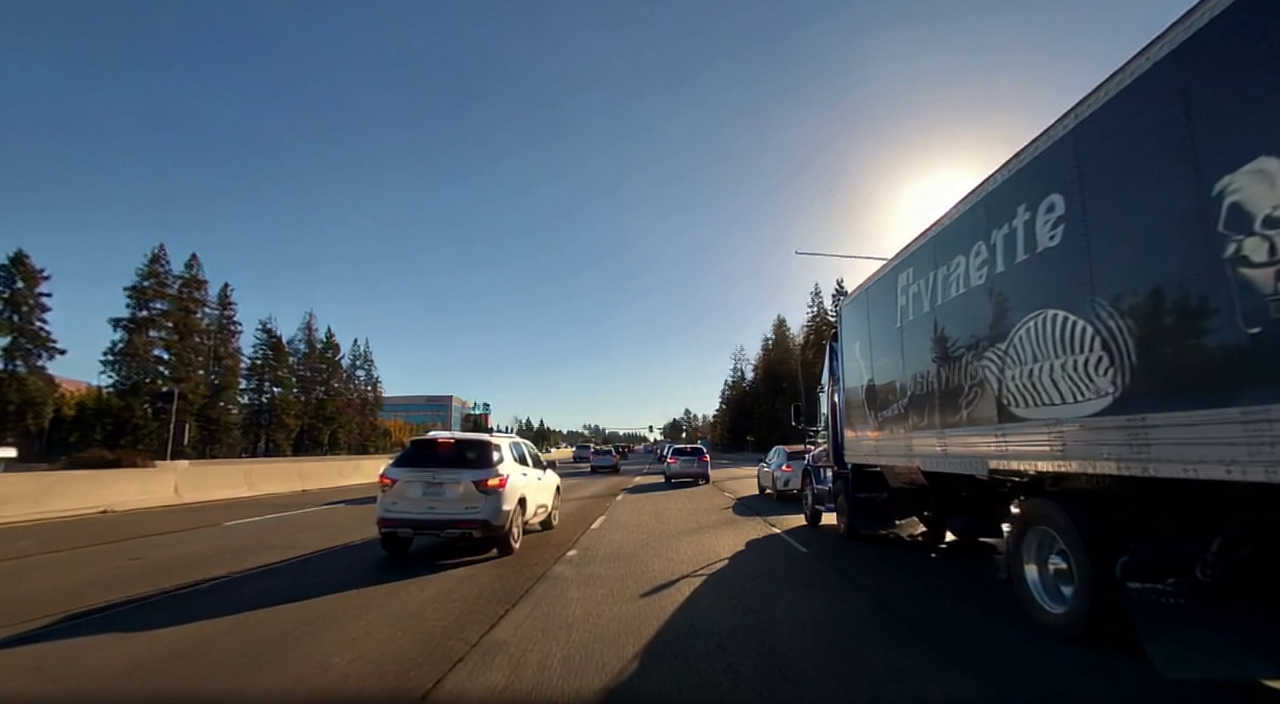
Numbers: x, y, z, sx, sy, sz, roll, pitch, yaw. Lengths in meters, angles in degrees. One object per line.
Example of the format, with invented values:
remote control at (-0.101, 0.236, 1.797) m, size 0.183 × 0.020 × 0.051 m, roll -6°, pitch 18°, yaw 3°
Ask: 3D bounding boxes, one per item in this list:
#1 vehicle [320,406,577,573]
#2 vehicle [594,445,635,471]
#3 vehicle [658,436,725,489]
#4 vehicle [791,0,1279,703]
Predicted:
vehicle at (-2.341, 1.860, 9.314) m, size 2.153 × 1.805 × 4.631 m, roll -1°, pitch -9°, yaw 3°
vehicle at (-1.458, 6.254, 37.563) m, size 2.036 × 1.441 × 4.253 m, roll -1°, pitch -8°, yaw 2°
vehicle at (1.776, 3.984, 23.123) m, size 2.156 × 1.701 × 4.494 m, roll -1°, pitch -8°, yaw 2°
vehicle at (3.684, 0.519, 4.859) m, size 2.987 × 3.212 × 9.311 m, roll -1°, pitch -8°, yaw 2°
